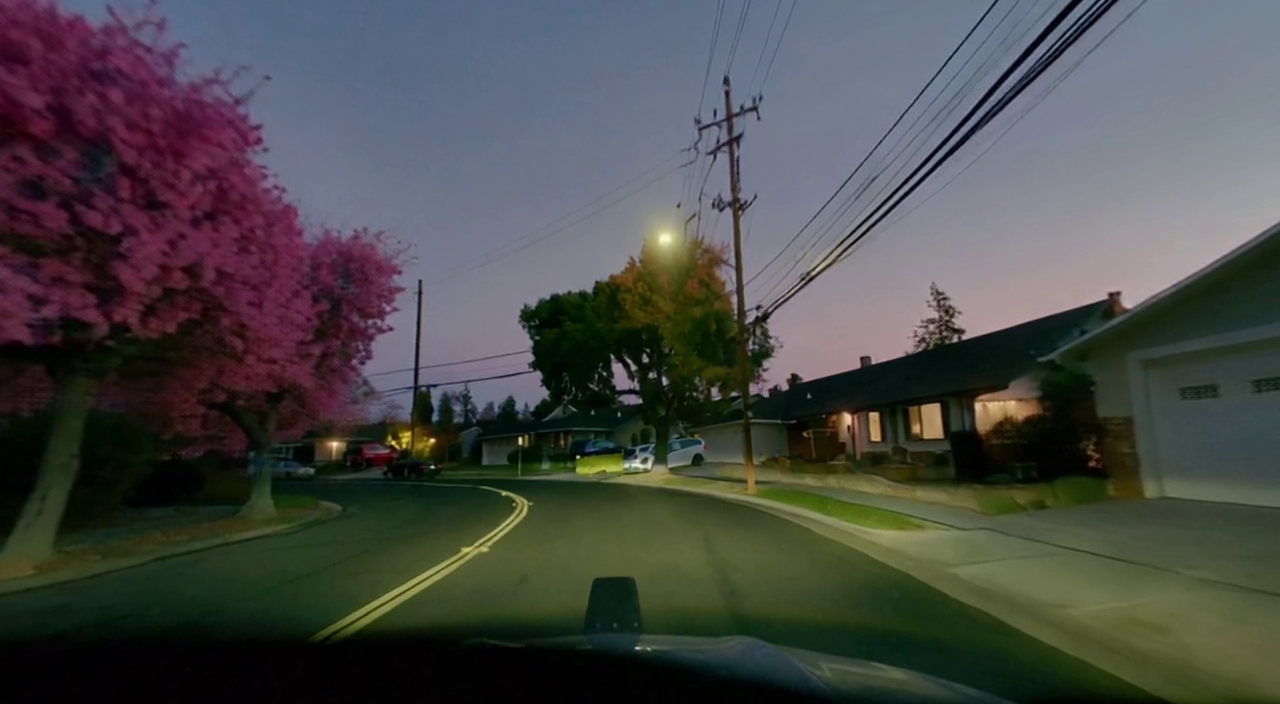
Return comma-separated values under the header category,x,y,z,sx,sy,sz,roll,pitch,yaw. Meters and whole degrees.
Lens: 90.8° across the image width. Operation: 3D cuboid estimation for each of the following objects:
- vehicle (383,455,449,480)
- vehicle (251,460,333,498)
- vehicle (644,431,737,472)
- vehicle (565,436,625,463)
category,x,y,z,sx,sy,sz,roll,pitch,yaw
vehicle,-14.651,7.510,41.238,4.019,1.484,1.978,-6,-10,33
vehicle,-17.232,6.216,31.257,3.897,1.493,1.942,-4,-7,34
vehicle,2.685,5.239,33.418,4.459,1.738,1.930,-1,-8,-28
vehicle,-3.213,7.059,45.783,2.043,1.819,4.476,-6,-10,33
